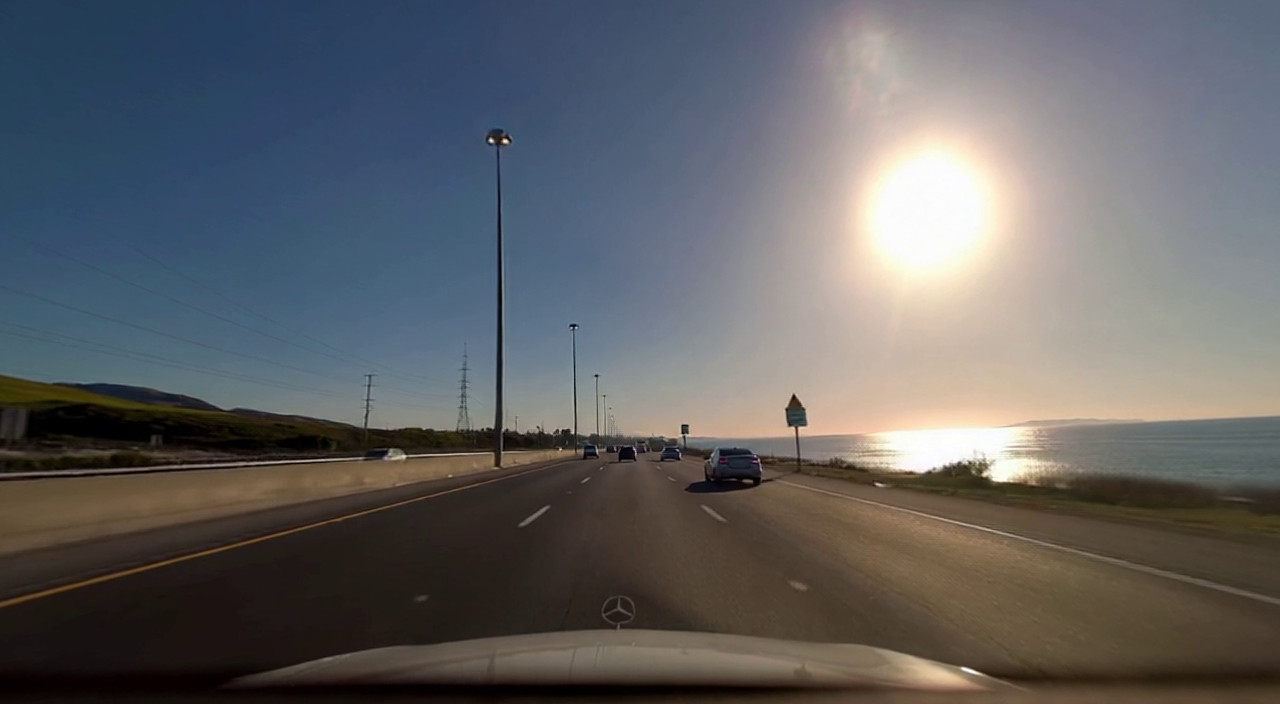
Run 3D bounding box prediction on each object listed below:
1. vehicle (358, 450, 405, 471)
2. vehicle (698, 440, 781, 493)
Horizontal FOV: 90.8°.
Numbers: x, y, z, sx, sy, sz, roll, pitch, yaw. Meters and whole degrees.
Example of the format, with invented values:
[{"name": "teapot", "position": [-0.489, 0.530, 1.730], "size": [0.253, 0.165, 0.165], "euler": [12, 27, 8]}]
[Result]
[{"name": "vehicle", "position": [-19.277, 8.064, 47.309], "size": [1.755, 1.447, 4.176], "euler": [0, -9, 0]}, {"name": "vehicle", "position": [3.085, 3.647, 20.536], "size": [1.890, 1.490, 4.373], "euler": [0, -9, -2]}]
